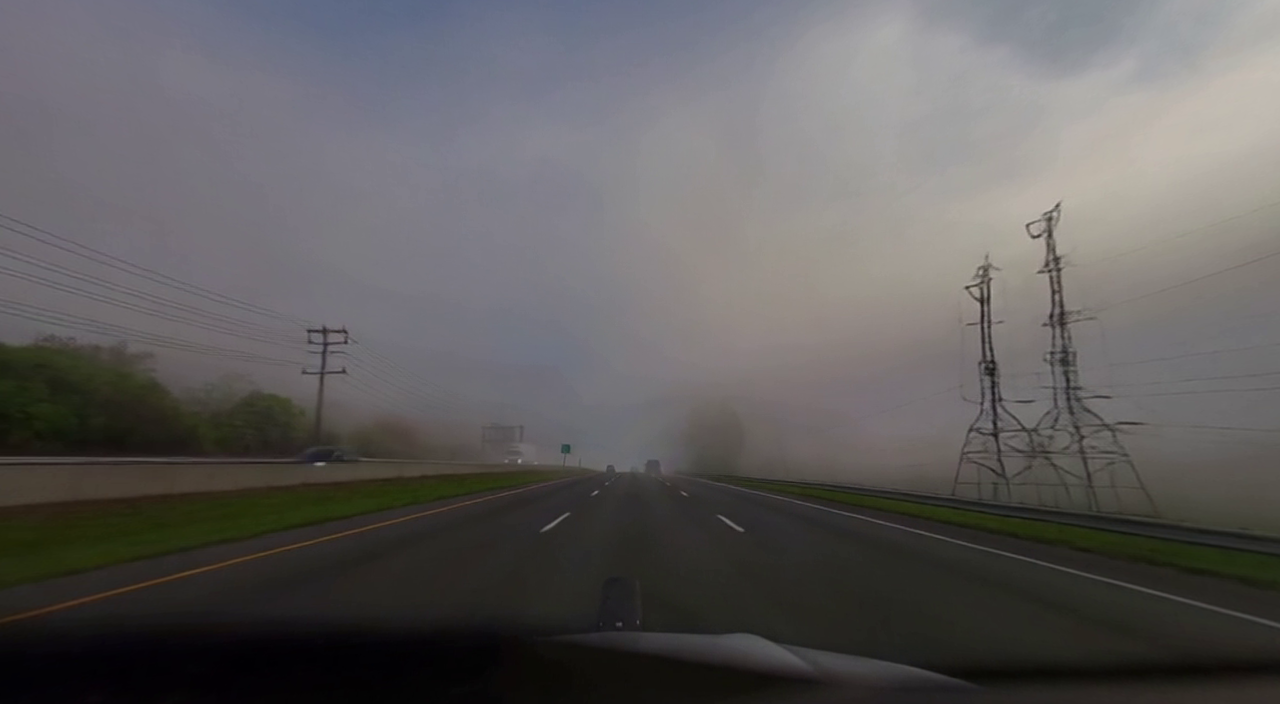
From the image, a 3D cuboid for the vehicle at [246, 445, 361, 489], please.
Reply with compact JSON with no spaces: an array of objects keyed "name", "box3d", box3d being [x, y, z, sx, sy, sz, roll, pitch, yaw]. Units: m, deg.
[{"name":"vehicle","box3d":[-12.672,4.391,24.108,1.971,1.490,4.431,1,-10,-1]}]
